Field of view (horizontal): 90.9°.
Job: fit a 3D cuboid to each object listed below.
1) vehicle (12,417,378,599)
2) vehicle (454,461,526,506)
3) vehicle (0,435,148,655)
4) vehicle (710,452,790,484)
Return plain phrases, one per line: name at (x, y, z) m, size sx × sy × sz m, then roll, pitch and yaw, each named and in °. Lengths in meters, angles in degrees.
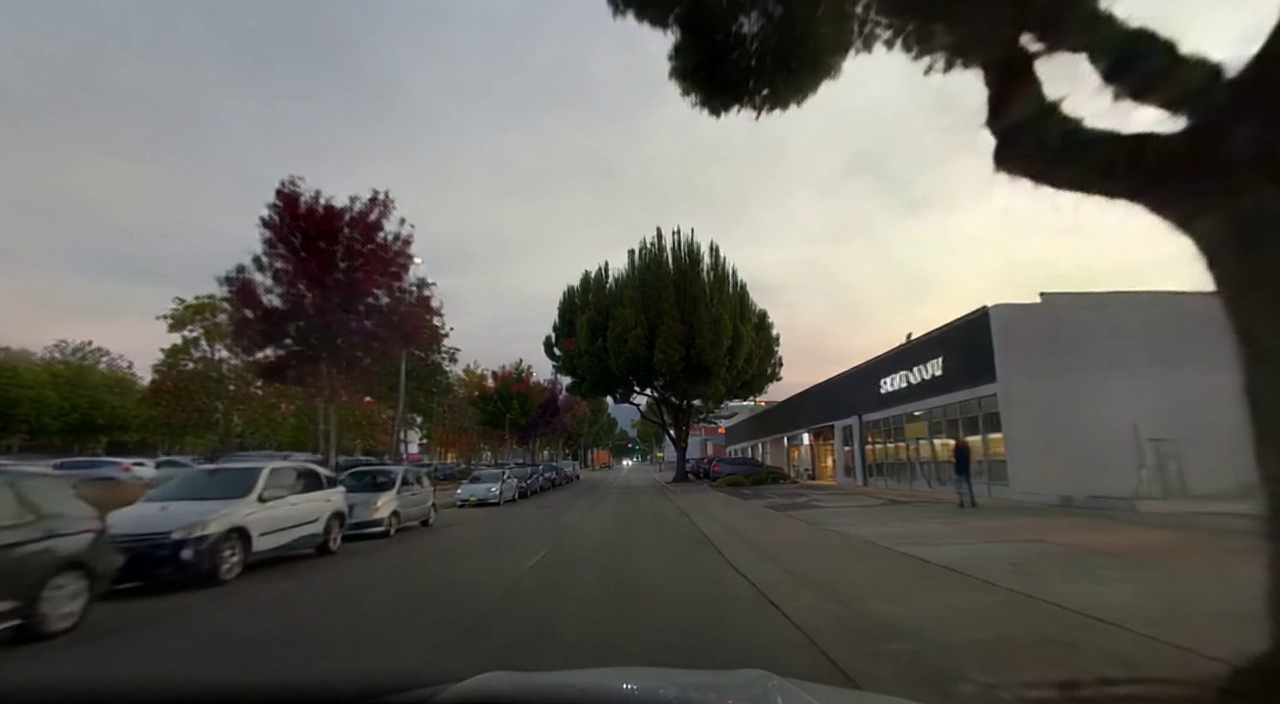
vehicle at (-6.016, 2.190, 9.551) m, size 1.990 × 2.011 × 4.765 m, roll 1°, pitch -11°, yaw 0°
vehicle at (-5.923, 5.248, 25.456) m, size 1.832 × 1.623 × 4.424 m, roll 1°, pitch -11°, yaw 0°
vehicle at (-6.003, 1.375, 4.243) m, size 2.060 × 1.688 × 4.083 m, roll 1°, pitch -11°, yaw -1°
vehicle at (6.204, 6.616, 35.911) m, size 4.193 × 1.665 × 1.924 m, roll 1°, pitch -11°, yaw -2°
